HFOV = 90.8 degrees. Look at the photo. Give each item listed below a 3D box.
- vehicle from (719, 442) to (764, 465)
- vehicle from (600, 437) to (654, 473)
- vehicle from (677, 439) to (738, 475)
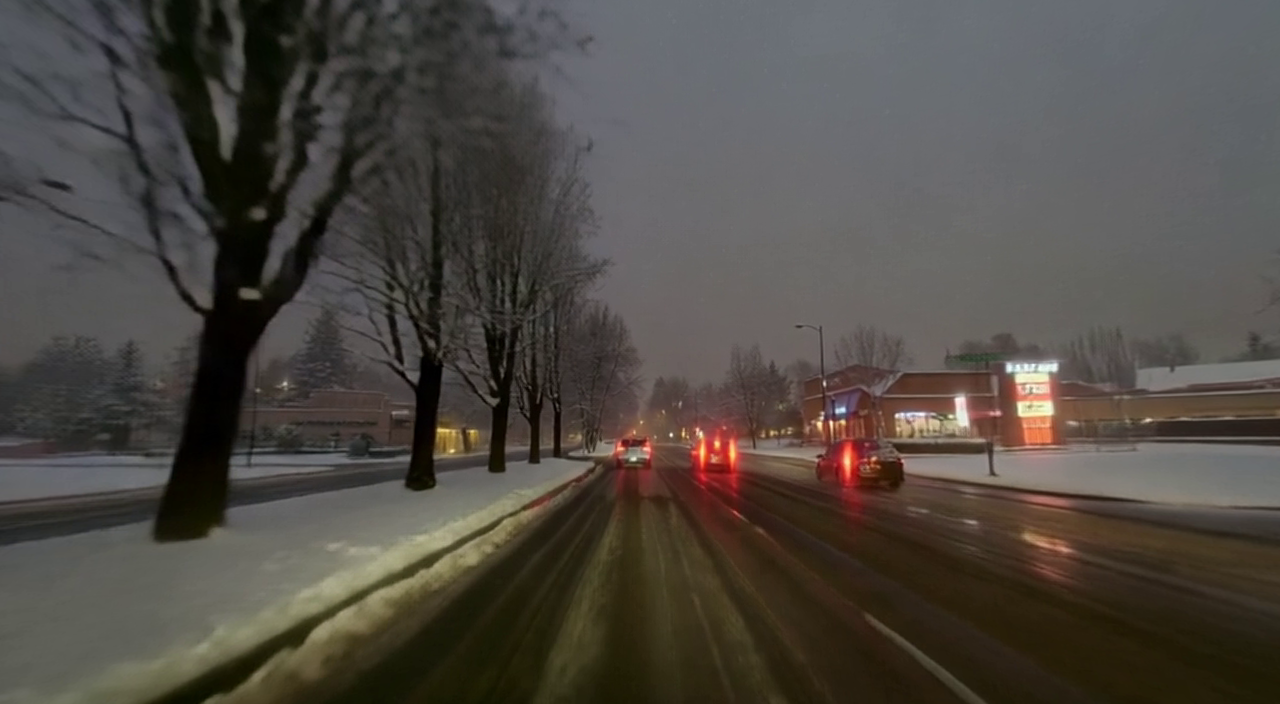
[{"bbox_3d":[6.529,6.549,41.011,2.068,1.393,3.874,0,-8,-3],"label":"vehicle"},{"bbox_3d":[-0.583,4.589,28.397,2.242,1.474,4.127,0,-8,-2],"label":"vehicle"},{"bbox_3d":[2.934,4.676,28.544,2.057,1.491,4.675,0,-8,-2],"label":"vehicle"}]
